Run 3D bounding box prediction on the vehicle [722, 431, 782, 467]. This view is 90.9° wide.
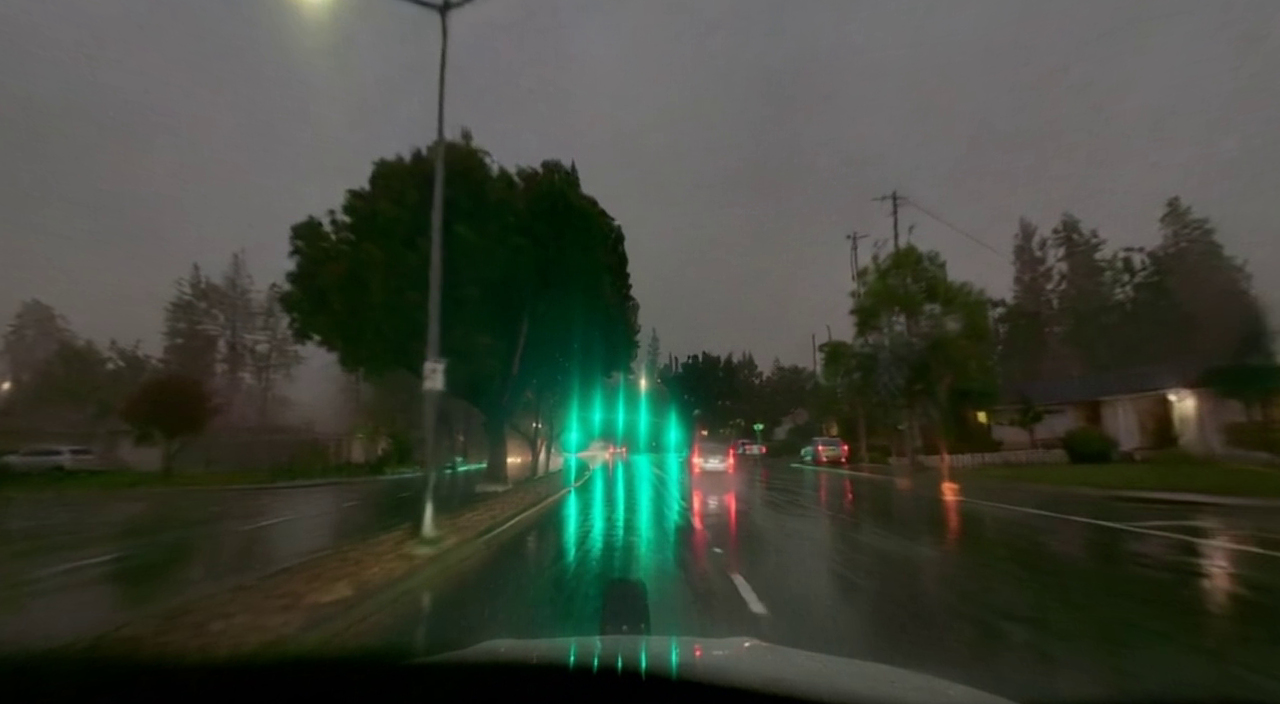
[{"bbox_3d":[6.220,5.464,35.622,2.065,1.861,4.704,1,-9,-6],"label":"vehicle"}]

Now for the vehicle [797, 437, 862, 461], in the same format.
[{"bbox_3d":[12.083,6.227,40.460,3.635,1.482,1.879,-1,-9,5],"label":"vehicle"}]

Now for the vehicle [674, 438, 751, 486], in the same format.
[{"bbox_3d":[2.370,3.716,21.595,1.960,1.479,4.086,0,-9,-3],"label":"vehicle"}]
